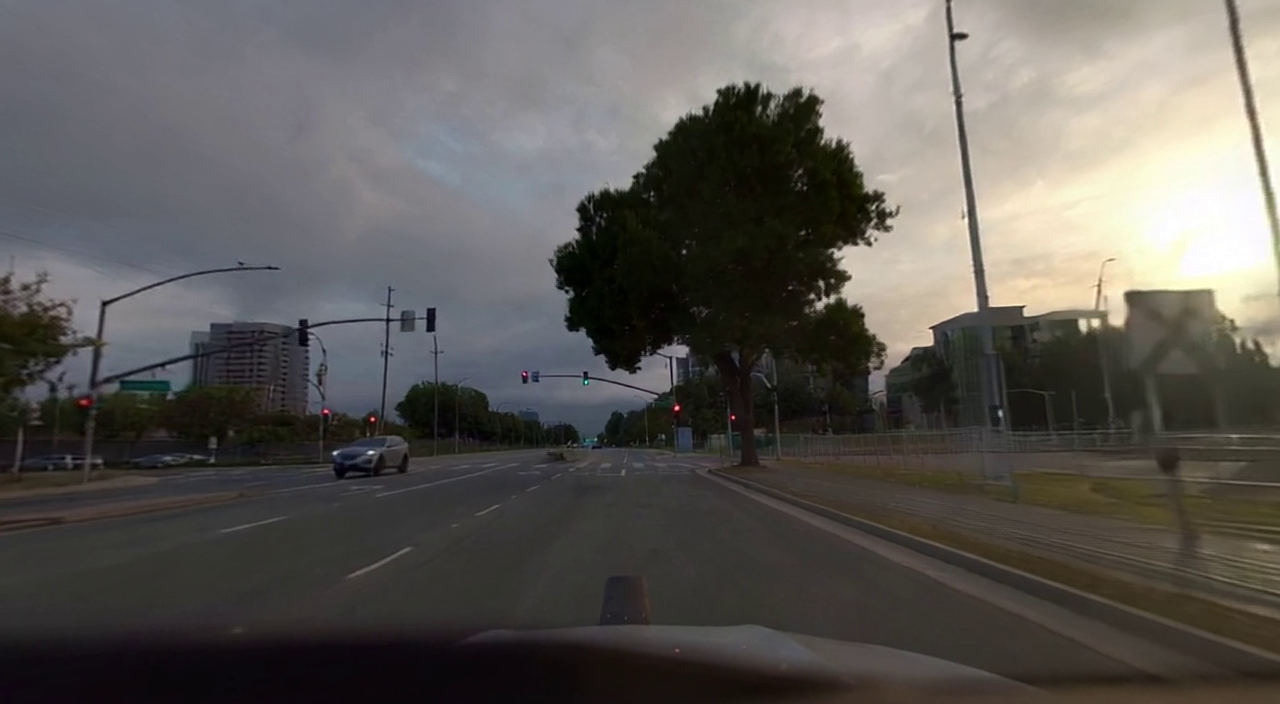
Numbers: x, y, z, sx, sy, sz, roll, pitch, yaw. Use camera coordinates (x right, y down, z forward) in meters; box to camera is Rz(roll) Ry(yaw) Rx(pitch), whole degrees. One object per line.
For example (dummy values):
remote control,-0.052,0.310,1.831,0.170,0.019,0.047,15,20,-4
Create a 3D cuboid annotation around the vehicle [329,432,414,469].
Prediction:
vehicle,-15.084,5.590,35.823,2.437,1.910,5.780,0,-9,-2
